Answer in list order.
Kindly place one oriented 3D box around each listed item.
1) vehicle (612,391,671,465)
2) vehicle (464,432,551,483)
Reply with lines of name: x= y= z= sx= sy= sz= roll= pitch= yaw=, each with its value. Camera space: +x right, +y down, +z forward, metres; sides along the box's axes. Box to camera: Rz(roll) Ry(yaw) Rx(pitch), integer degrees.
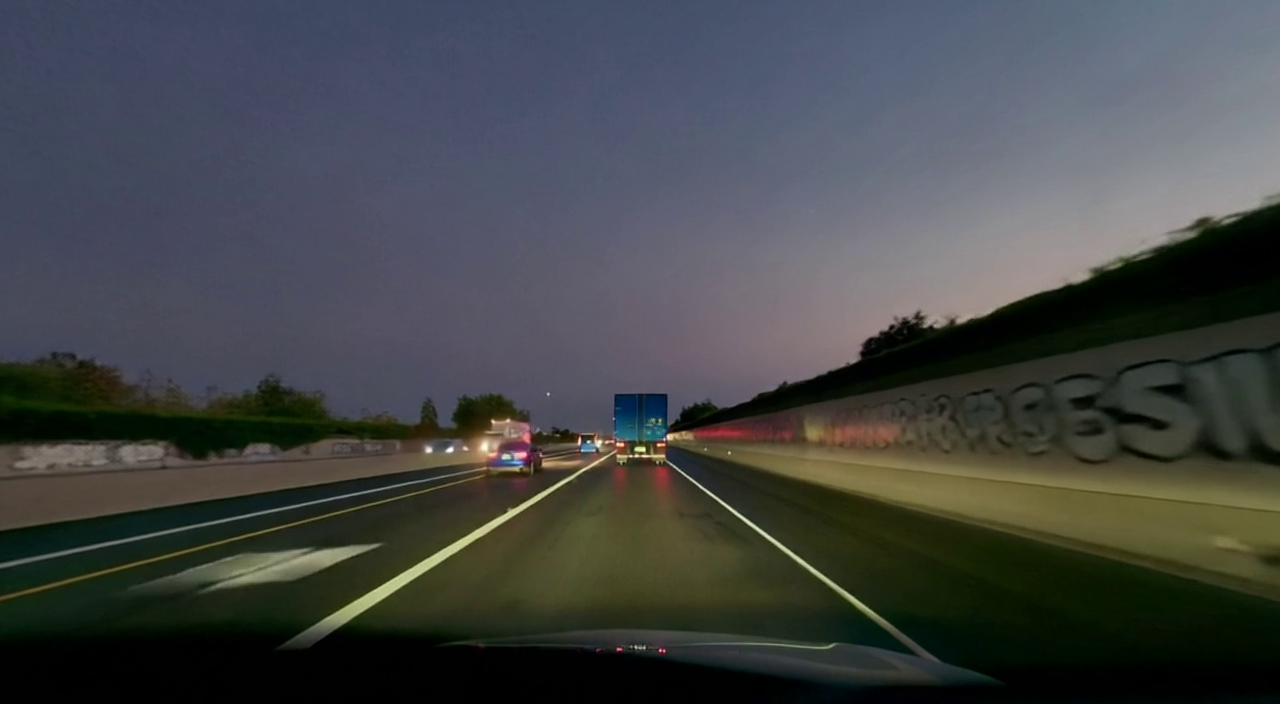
vehicle: x=0.005 y=4.421 z=36.003 sx=2.927 sy=3.649 sz=9.443 roll=0 pitch=-8 yaw=-1
vehicle: x=-4.343 y=3.513 z=21.414 sx=1.948 sy=1.526 sz=4.525 roll=0 pitch=-8 yaw=0
